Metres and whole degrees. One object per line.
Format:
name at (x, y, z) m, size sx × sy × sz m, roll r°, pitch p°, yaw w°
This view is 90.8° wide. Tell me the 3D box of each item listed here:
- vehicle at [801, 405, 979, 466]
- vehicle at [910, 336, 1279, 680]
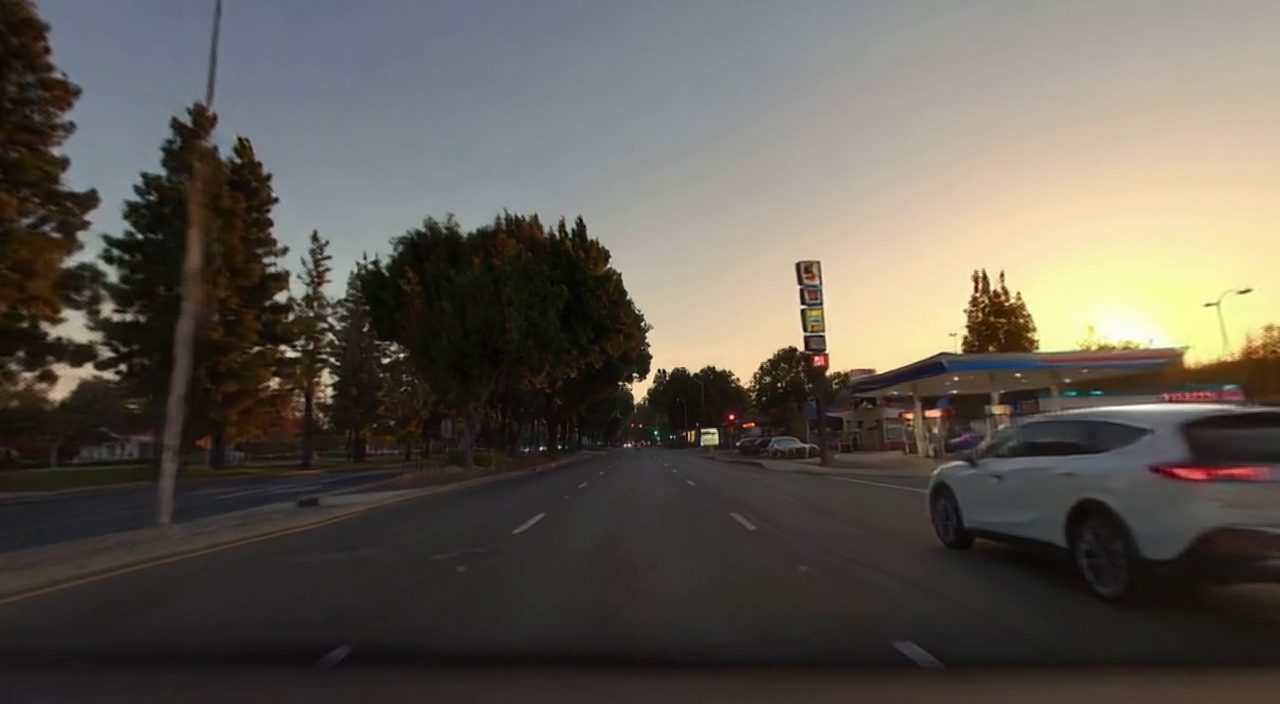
vehicle at (14.457, 4.879, 37.070) m, size 9.127 × 3.409 × 2.992 m, roll 0°, pitch -8°, yaw -1°
vehicle at (4.660, 1.179, 5.698) m, size 2.245 × 1.864 × 5.076 m, roll 0°, pitch -8°, yaw 1°
